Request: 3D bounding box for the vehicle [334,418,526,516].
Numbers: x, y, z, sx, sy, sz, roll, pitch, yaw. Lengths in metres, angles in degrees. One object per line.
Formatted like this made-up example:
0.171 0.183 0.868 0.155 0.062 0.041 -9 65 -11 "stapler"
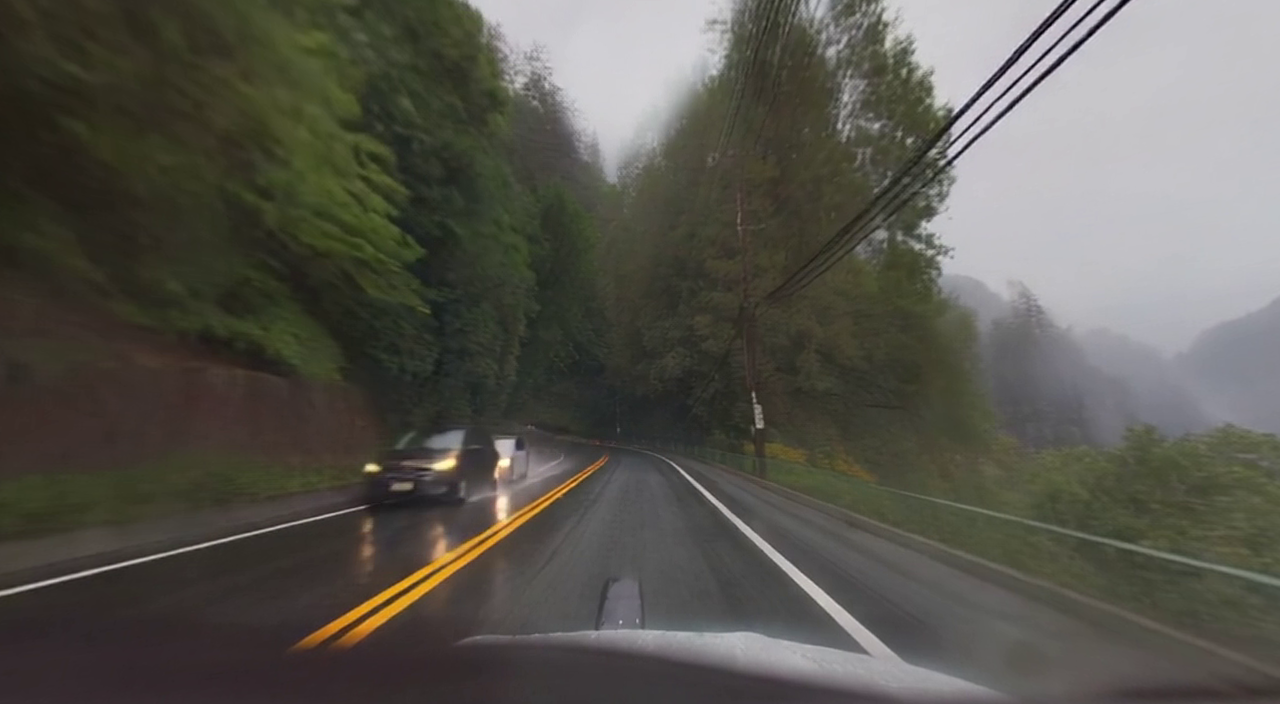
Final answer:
-4.333 2.536 14.589 2.172 1.744 6.543 0 -8 0 "vehicle"
